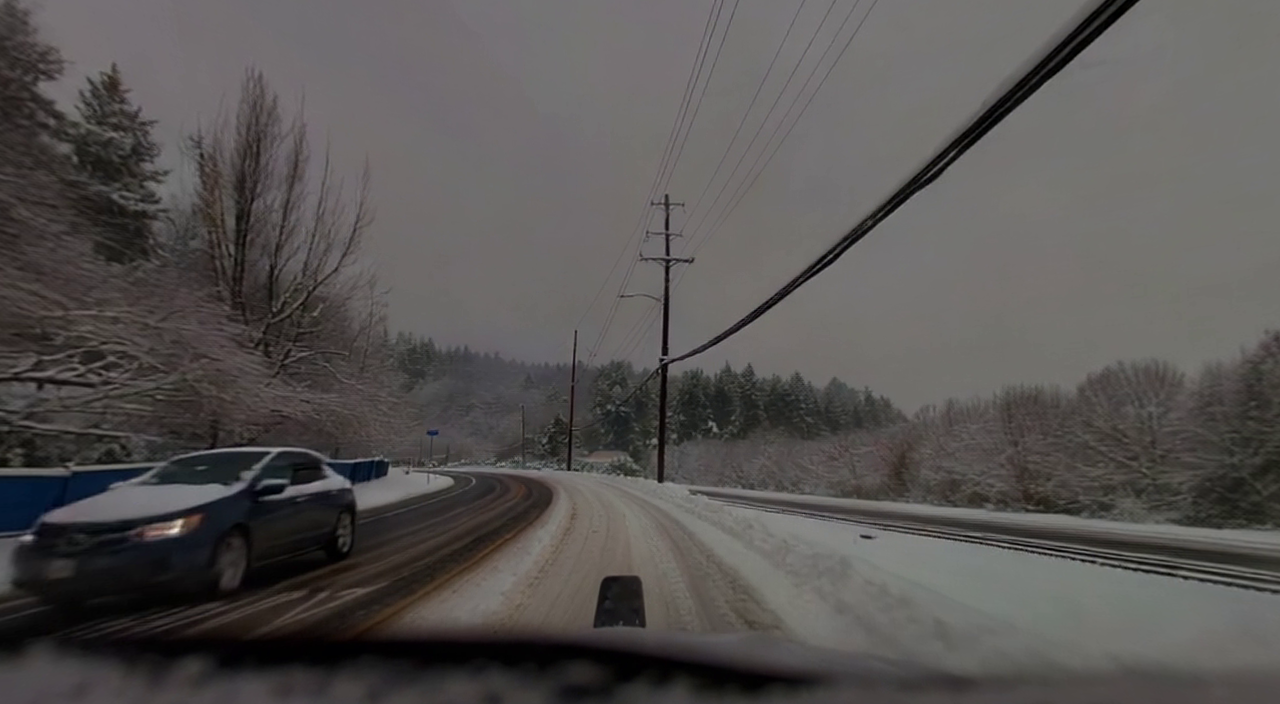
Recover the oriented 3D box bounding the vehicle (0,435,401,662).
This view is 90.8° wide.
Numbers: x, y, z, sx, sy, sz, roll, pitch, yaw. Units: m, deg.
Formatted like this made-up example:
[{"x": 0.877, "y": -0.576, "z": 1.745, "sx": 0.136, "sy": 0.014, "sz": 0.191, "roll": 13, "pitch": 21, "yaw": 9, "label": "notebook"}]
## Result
[{"x": -4.309, "y": 1.650, "z": 6.506, "sx": 2.034, "sy": 1.479, "sz": 4.521, "roll": 0, "pitch": -9, "yaw": -2, "label": "vehicle"}]
